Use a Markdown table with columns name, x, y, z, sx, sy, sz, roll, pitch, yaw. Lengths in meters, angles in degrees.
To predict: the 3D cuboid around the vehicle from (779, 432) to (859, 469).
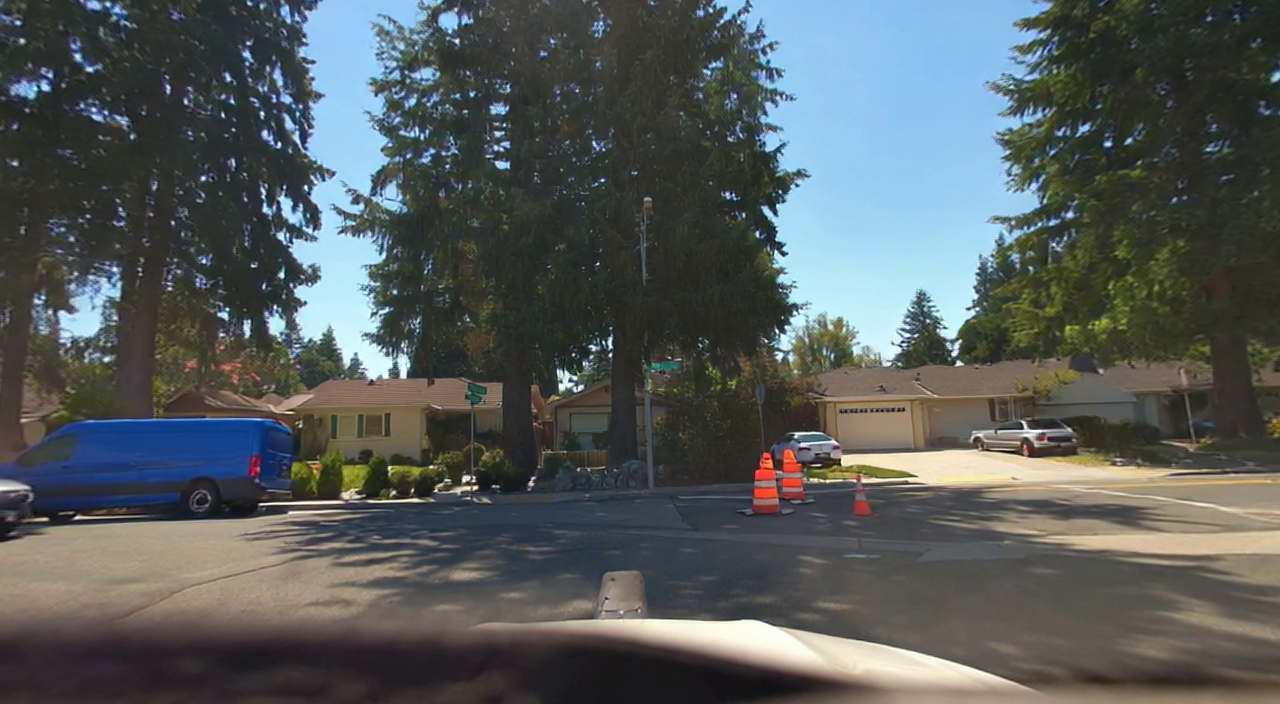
| name | x | y | z | sx | sy | sz | roll | pitch | yaw |
| --- | --- | --- | --- | --- | --- | --- | --- | --- | --- |
| vehicle | 8.061 | 4.496 | 28.938 | 1.893 | 1.529 | 4.422 | 1 | -8 | -7 |

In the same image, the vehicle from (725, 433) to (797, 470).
| name | x | y | z | sx | sy | sz | roll | pitch | yaw |
| --- | --- | --- | --- | --- | --- | --- | --- | --- | --- |
| vehicle | 5.346 | 4.463 | 28.499 | 2.007 | 1.555 | 4.204 | 1 | -8 | -7 |

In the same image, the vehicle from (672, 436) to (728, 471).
| name | x | y | z | sx | sy | sz | roll | pitch | yaw |
| --- | --- | --- | --- | --- | --- | --- | --- | --- | --- |
| vehicle | 2.595 | 4.533 | 28.356 | 1.745 | 1.461 | 4.074 | 1 | -8 | -6 |

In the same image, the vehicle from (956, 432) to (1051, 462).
| name | x | y | z | sx | sy | sz | roll | pitch | yaw |
| --- | --- | --- | --- | --- | --- | --- | --- | --- | --- |
| vehicle | 23.826 | 6.238 | 41.549 | 4.984 | 1.912 | 2.132 | 1 | -8 | -6 |

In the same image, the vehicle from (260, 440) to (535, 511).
| name | x | y | z | sx | sy | sz | roll | pitch | yaw |
| --- | --- | --- | --- | --- | --- | --- | --- | --- | --- |
| vehicle | -6.452 | 3.395 | 17.857 | 6.643 | 1.777 | 2.925 | 1 | -8 | -5 |

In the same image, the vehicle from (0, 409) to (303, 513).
| name | x | y | z | sx | sy | sz | roll | pitch | yaw |
| --- | --- | --- | --- | --- | --- | --- | --- | --- | --- |
| vehicle | -14.067 | 3.045 | 17.448 | 7.824 | 2.323 | 2.863 | -3 | -10 | -2 |

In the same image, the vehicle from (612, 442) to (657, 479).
| name | x | y | z | sx | sy | sz | roll | pitch | yaw |
| --- | --- | --- | --- | --- | --- | --- | --- | --- | --- |
| vehicle | -0.305 | 4.756 | 27.929 | 1.648 | 1.430 | 3.654 | 4 | -8 | -4 |

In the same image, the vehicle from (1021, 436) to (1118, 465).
| name | x | y | z | sx | sy | sz | roll | pitch | yaw |
| --- | --- | --- | --- | --- | --- | --- | --- | --- | --- |
| vehicle | 22.770 | 5.221 | 33.549 | 3.863 | 1.453 | 1.826 | 1 | -8 | -5 |
